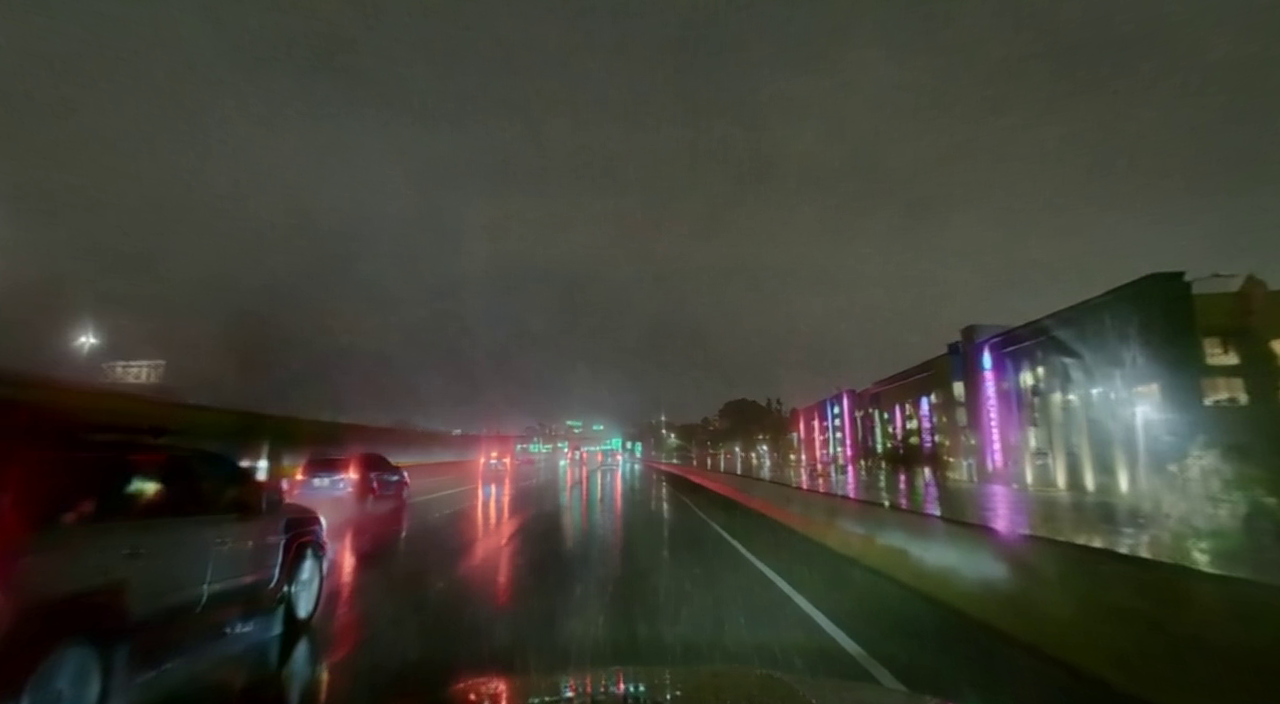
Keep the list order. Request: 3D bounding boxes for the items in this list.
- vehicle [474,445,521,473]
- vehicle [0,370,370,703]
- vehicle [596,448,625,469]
[{"bbox_3d":[-9.085,6.827,40.495,2.065,1.689,4.399,0,-9,-2],"label":"vehicle"},{"bbox_3d":[-3.762,1.147,4.006,2.036,1.717,4.592,0,-9,0],"label":"vehicle"},{"bbox_3d":[-2.229,7.999,47.419,2.110,1.501,4.319,0,-9,-3],"label":"vehicle"}]
